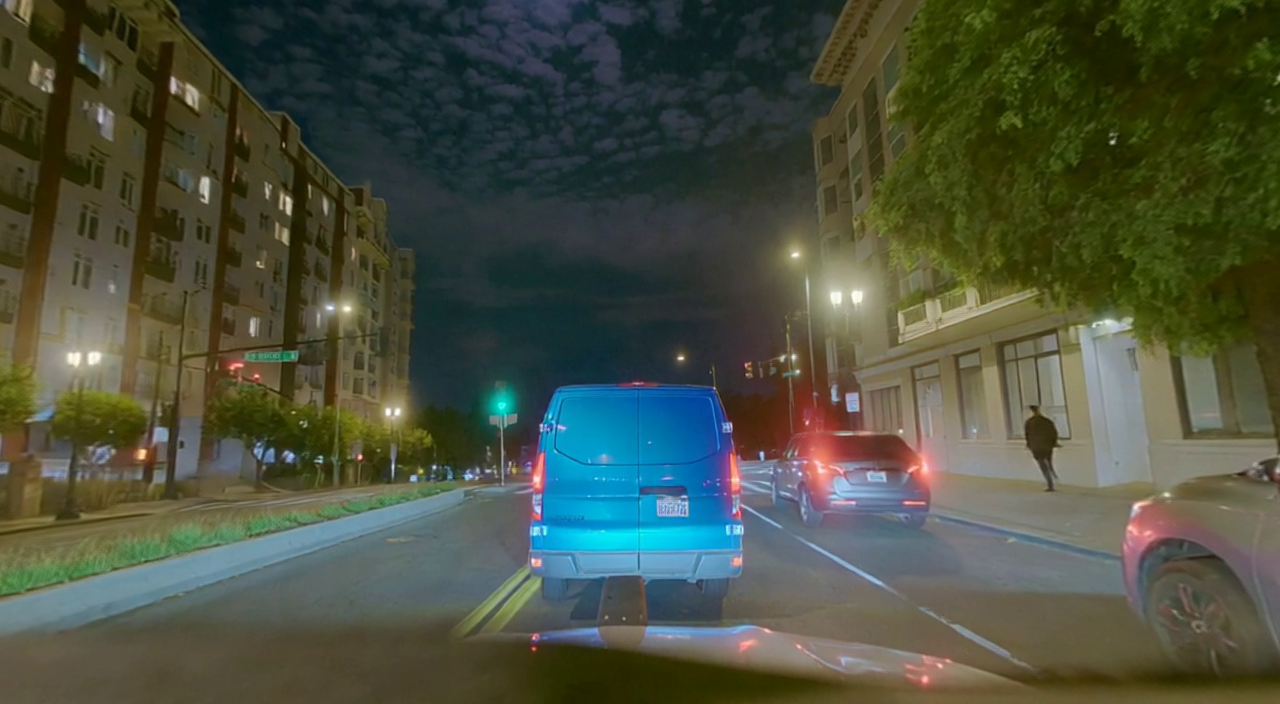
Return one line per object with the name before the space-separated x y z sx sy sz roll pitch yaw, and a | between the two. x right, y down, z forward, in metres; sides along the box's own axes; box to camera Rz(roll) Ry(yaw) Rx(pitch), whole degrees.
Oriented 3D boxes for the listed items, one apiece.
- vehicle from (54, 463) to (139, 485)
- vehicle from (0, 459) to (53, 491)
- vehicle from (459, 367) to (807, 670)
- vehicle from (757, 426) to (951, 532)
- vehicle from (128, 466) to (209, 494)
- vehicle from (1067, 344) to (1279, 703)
vehicle | -38.437 8.637 44.652 4.396 1.458 1.809 -1 -9 2
vehicle | -35.516 6.843 35.174 3.843 1.680 1.782 -1 -9 5
vehicle | -0.034 1.329 6.047 2.101 1.828 4.270 0 -9 0
vehicle | 3.888 2.394 12.557 2.061 1.676 4.734 0 -9 -2
vehicle | -33.226 9.062 44.530 4.292 1.492 1.772 -6 -14 -1
vehicle | 3.808 0.724 1.885 2.157 1.748 4.130 0 -9 1
